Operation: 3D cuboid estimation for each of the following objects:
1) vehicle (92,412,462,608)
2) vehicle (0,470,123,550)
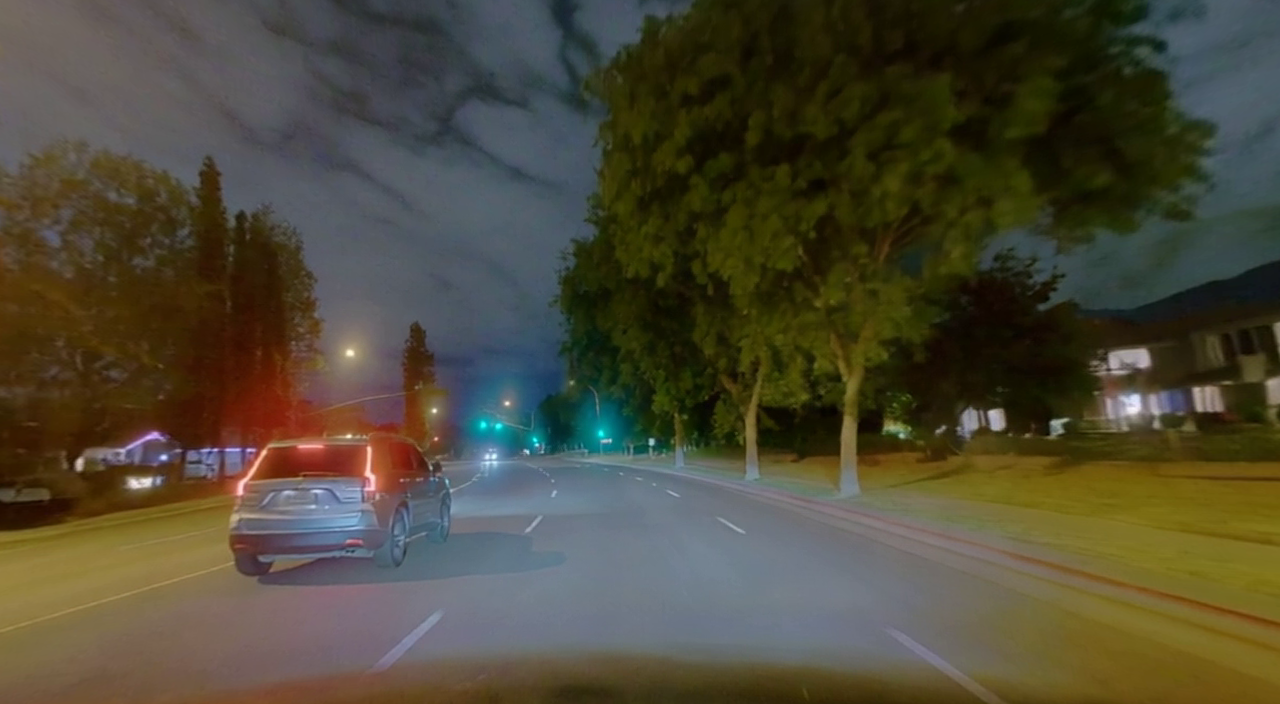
[{"bbox_3d":[-3.975,1.800,8.115,2.175,1.772,4.442,0,-9,-2],"label":"vehicle"},{"bbox_3d":[-14.629,3.759,14.739,1.878,1.505,4.435,-8,-7,-9],"label":"vehicle"}]
